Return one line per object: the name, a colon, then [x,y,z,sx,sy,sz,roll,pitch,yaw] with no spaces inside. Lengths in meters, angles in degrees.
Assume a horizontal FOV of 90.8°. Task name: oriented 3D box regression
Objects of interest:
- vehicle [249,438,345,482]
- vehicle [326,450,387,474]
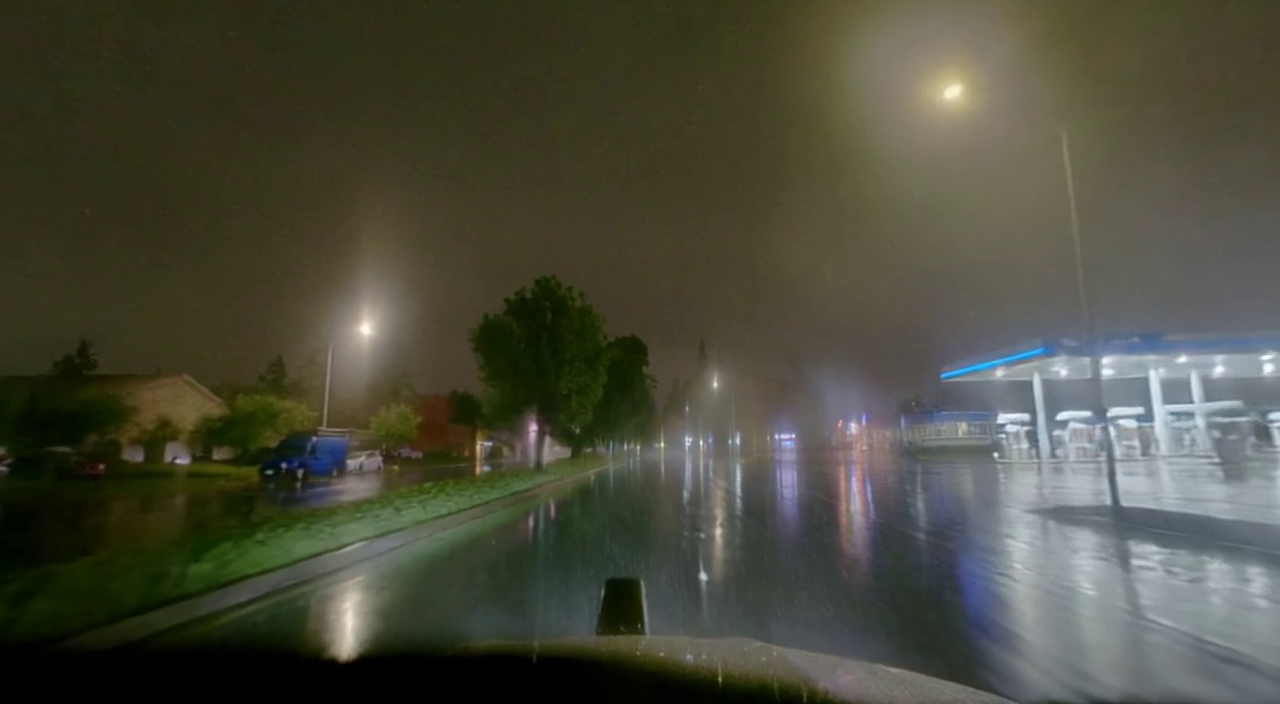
vehicle: [-18.889,5.929,35.183,2.216,2.161,5.522,-3,-8,0]
vehicle: [-18.545,7.203,41.491,1.829,1.462,4.463,0,-9,1]
